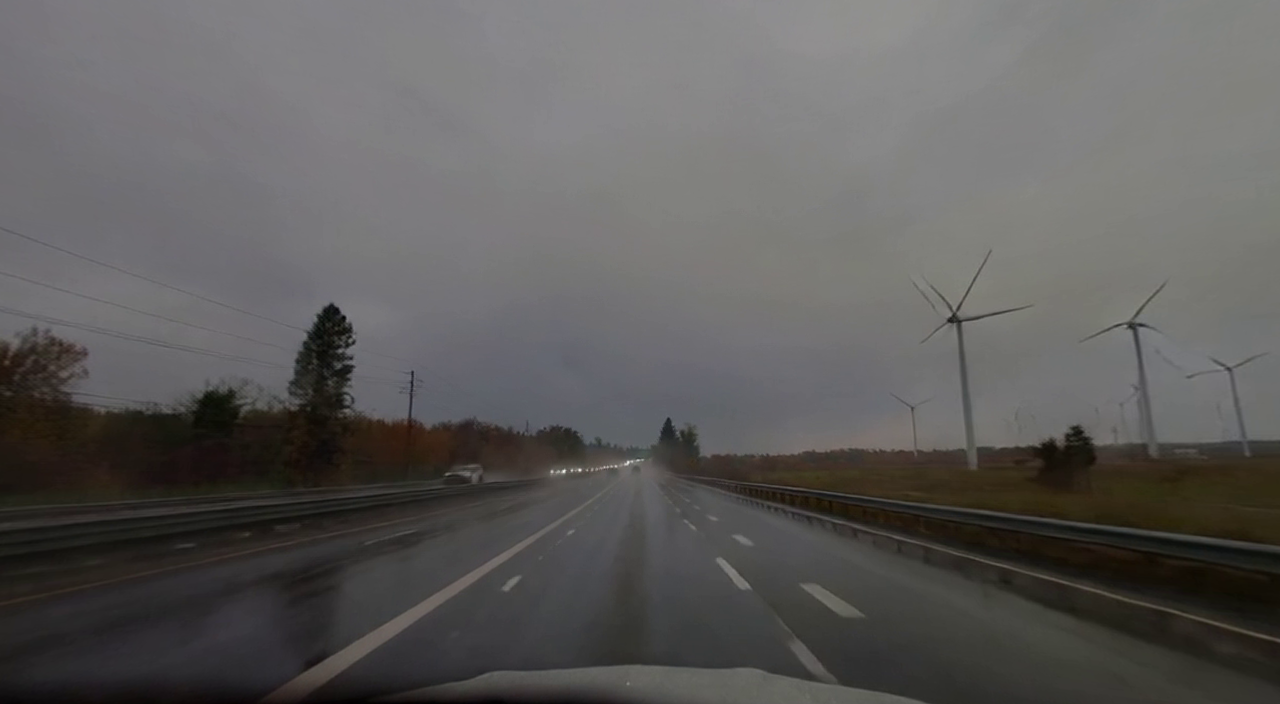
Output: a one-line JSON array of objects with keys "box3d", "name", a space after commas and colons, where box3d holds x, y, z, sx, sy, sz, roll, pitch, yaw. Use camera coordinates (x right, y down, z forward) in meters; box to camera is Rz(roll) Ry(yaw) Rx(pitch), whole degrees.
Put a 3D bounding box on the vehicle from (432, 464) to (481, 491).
[{"box3d": [-12.643, 8.672, 43.612, 1.977, 1.680, 4.321, 1, -11, 1], "name": "vehicle"}]
